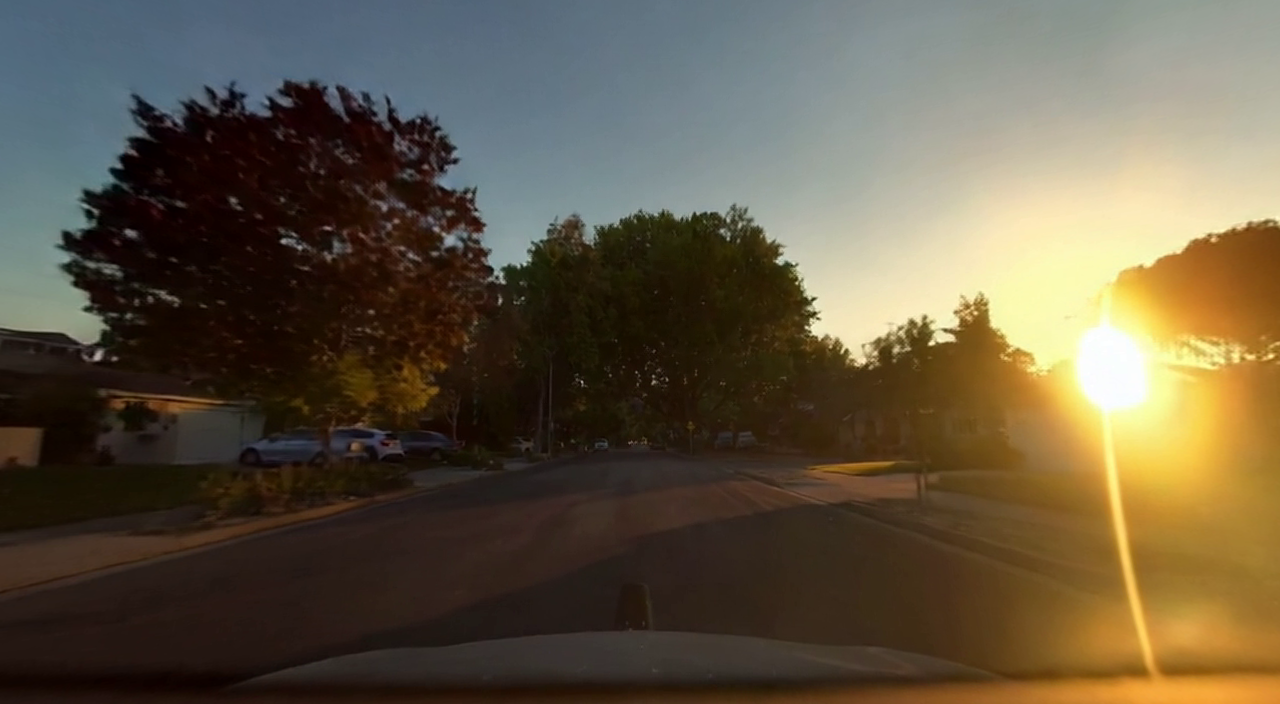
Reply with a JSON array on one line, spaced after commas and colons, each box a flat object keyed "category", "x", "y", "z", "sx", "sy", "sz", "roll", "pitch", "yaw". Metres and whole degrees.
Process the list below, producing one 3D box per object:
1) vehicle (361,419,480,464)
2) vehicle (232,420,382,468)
[{"category": "vehicle", "x": -12.806, "y": 5.282, "z": 37.173, "sx": 5.946, "sy": 2.048, "sz": 2.595, "roll": 5, "pitch": -9, "yaw": -2}, {"category": "vehicle", "x": -13.482, "y": 3.746, "z": 25.753, "sx": 4.796, "sy": 1.864, "sz": 2.328, "roll": 0, "pitch": -8, "yaw": 2}]
